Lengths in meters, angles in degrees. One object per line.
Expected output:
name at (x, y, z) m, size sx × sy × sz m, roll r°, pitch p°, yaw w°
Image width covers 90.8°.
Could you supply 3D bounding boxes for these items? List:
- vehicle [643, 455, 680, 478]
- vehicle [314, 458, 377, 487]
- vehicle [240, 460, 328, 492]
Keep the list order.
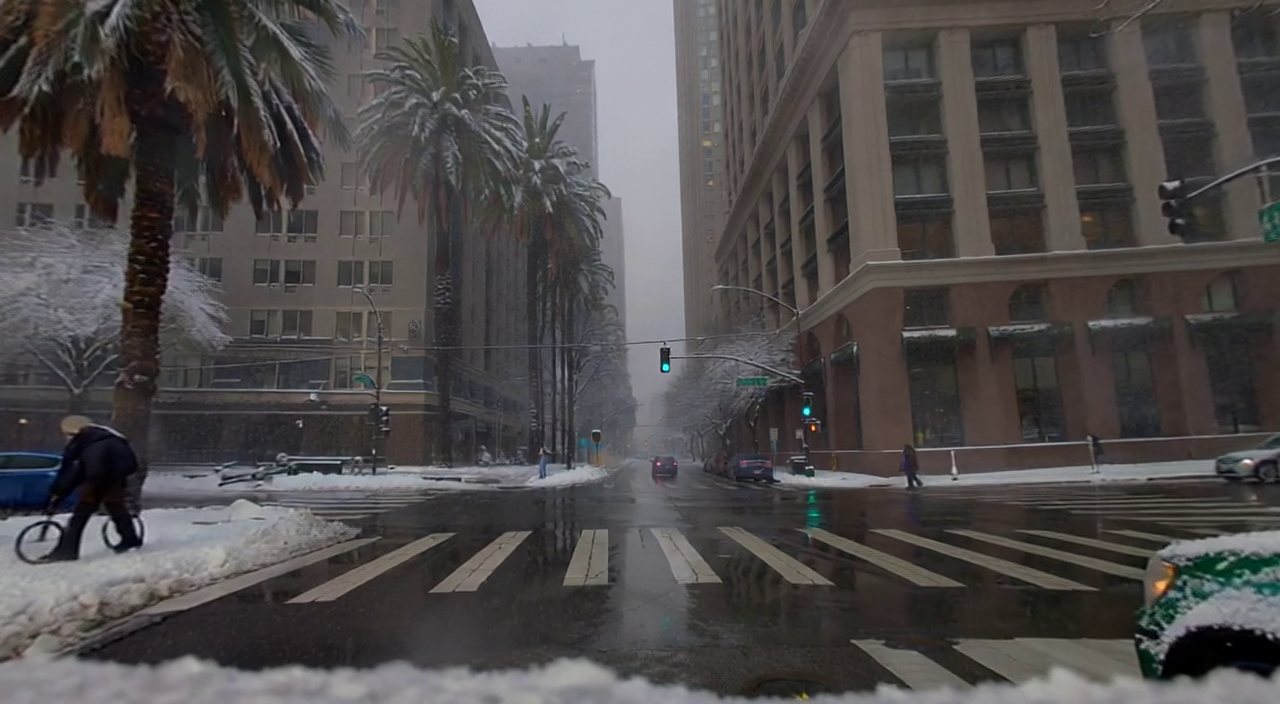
vehicle at (1.483, 8.234, 45.710) m, size 2.000 × 1.525 × 4.273 m, roll 1°, pitch -9°, yaw -8°
vehicle at (-20.112, 8.231, 43.376) m, size 2.043 × 1.745 × 4.420 m, roll -1°, pitch -9°, yaw 2°
vehicle at (-19.892, 6.948, 35.583) m, size 2.069 × 1.540 × 4.774 m, roll 0°, pitch -8°, yaw 2°
